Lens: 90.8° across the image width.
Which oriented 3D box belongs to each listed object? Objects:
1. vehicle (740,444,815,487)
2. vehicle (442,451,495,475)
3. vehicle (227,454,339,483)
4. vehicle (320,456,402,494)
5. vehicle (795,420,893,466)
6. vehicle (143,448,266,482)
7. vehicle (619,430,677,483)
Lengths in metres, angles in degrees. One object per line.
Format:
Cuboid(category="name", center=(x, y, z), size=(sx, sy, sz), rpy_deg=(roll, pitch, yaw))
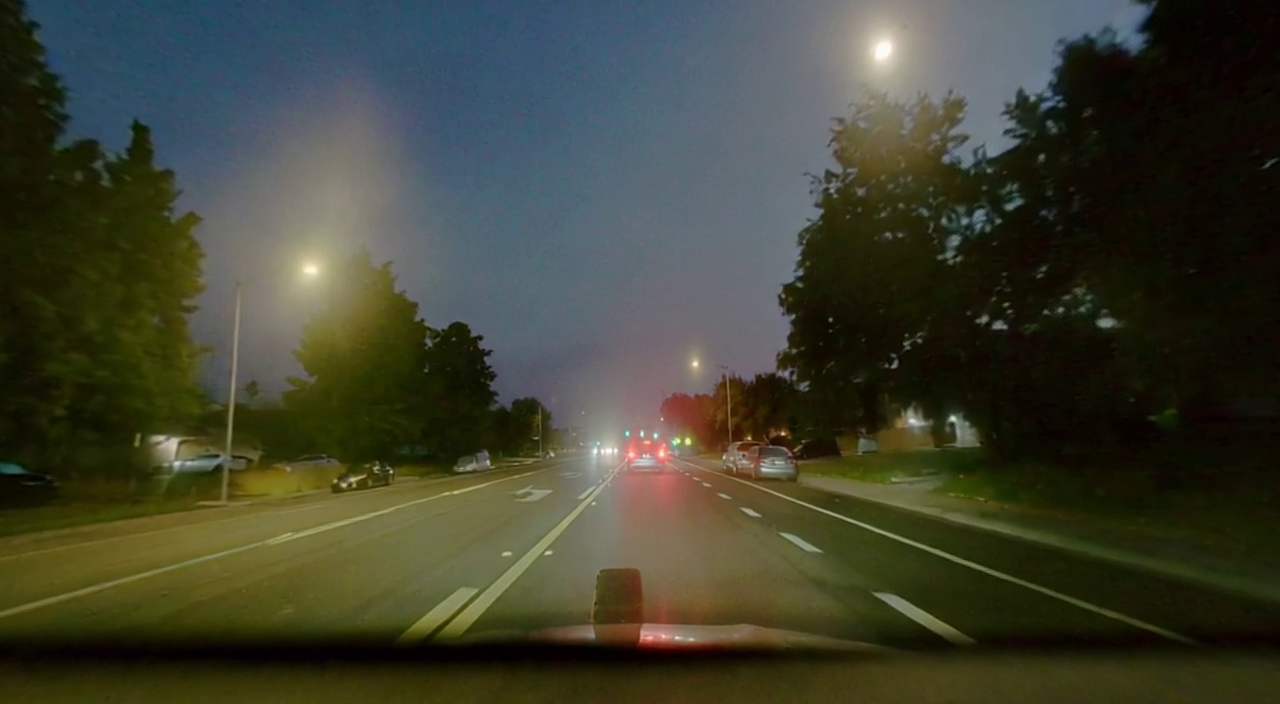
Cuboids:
Cuboid(category="vehicle", center=(5.135, 4.280, 24.135), size=(1.902, 1.472, 4.139), rpy_deg=(0, -8, -1))
Cuboid(category="vehicle", center=(-12.318, 8.026, 45.803), size=(2.192, 1.541, 5.391), rpy_deg=(0, -8, 1))
Cuboid(category="vehicle", center=(-19.025, 6.220, 33.858), size=(4.801, 1.478, 1.883), rpy_deg=(0, -8, -2))
Cuboid(category="vehicle", center=(-12.198, 5.371, 27.937), size=(1.920, 1.476, 3.826), rpy_deg=(0, -8, -1))
Cuboid(category="vehicle", center=(12.014, 5.377, 37.498), size=(4.855, 2.572, 2.358), rpy_deg=(-1, -8, -1))
Cuboid(category="vehicle", center=(-24.654, 6.392, 35.921), size=(5.278, 1.780, 2.246), rpy_deg=(0, -8, 0))
Cuboid(category="vehicle", center=(0.303, 4.235, 25.863), size=(2.153, 1.942, 4.767), rpy_deg=(0, -8, 0))
